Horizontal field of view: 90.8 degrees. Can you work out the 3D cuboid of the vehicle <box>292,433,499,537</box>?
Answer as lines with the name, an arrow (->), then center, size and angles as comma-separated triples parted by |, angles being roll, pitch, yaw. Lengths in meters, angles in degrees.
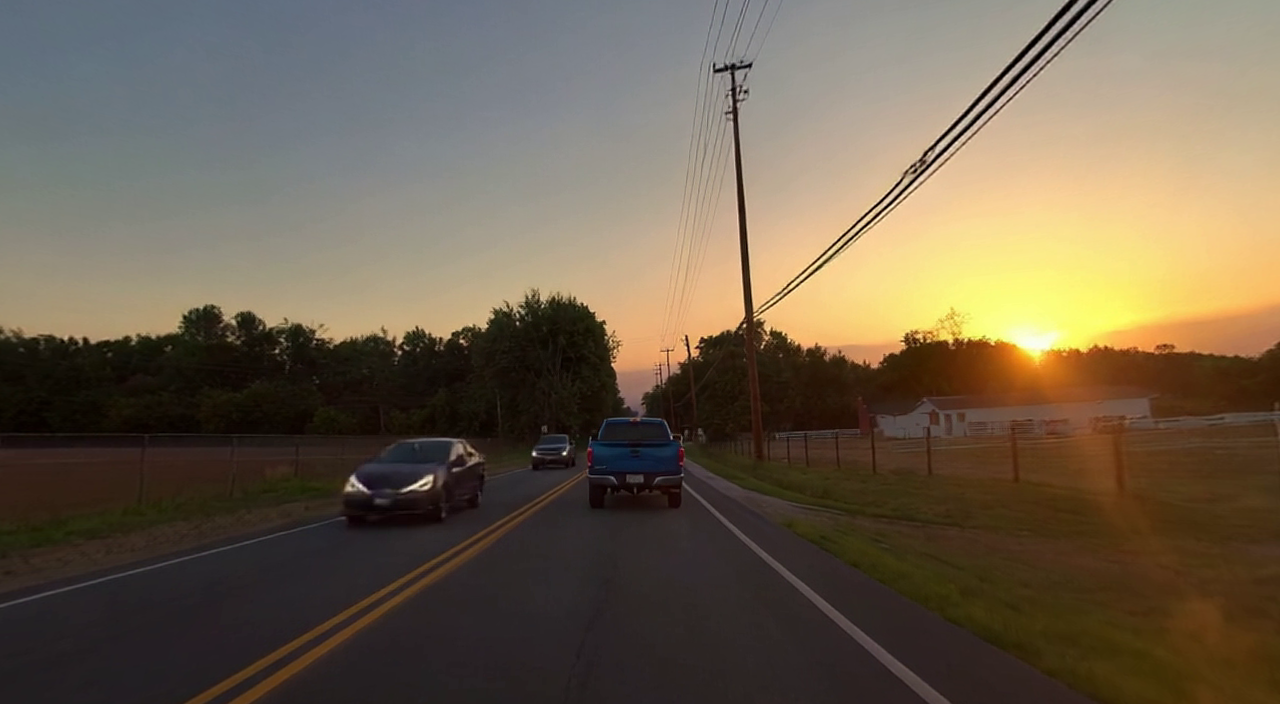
vehicle -> -4.051, 2.263, 11.452 | 1.935, 1.489, 4.495 | 0, -8, 0

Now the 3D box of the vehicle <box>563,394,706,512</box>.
vehicle -> -0.154, 2.336, 14.919 | 2.693, 2.223, 5.885 | 0, -8, -1

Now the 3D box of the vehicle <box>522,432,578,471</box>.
vehicle -> -4.447, 5.045, 32.100 | 2.077, 1.805, 4.891 | 0, -8, 1
